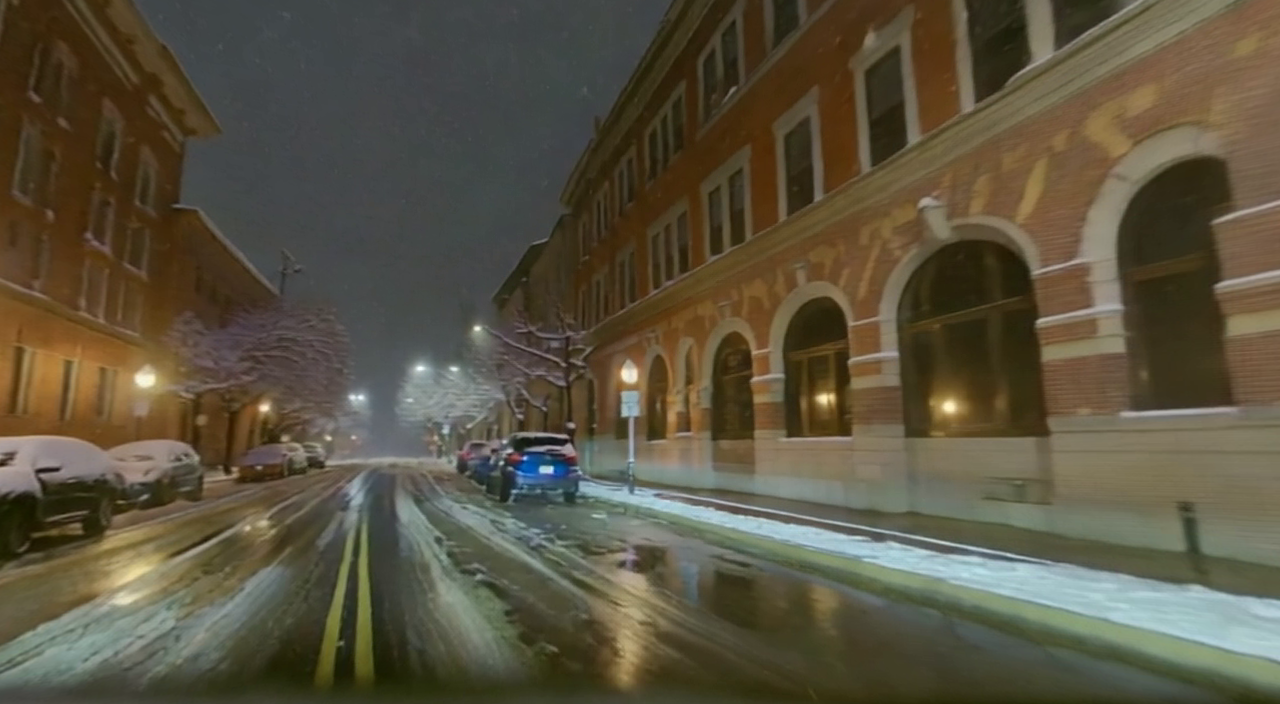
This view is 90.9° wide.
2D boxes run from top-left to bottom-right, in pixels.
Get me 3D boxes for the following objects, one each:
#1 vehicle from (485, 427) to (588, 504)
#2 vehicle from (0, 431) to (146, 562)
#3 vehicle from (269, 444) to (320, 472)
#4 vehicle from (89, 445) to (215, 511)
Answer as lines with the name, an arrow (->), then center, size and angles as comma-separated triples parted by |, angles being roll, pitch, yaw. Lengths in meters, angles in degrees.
vehicle -> -2.984, 3.056, 17.388 | 1.953, 1.804, 4.518 | 3, -9, -20
vehicle -> -10.275, 2.201, 10.323 | 2.186, 1.705, 5.078 | 3, -9, -24
vehicle -> -19.851, 6.092, 36.368 | 1.934, 1.478, 4.180 | 3, -9, -20
vehicle -> -12.617, 3.207, 16.539 | 1.631, 1.459, 3.489 | 1, -8, -21
